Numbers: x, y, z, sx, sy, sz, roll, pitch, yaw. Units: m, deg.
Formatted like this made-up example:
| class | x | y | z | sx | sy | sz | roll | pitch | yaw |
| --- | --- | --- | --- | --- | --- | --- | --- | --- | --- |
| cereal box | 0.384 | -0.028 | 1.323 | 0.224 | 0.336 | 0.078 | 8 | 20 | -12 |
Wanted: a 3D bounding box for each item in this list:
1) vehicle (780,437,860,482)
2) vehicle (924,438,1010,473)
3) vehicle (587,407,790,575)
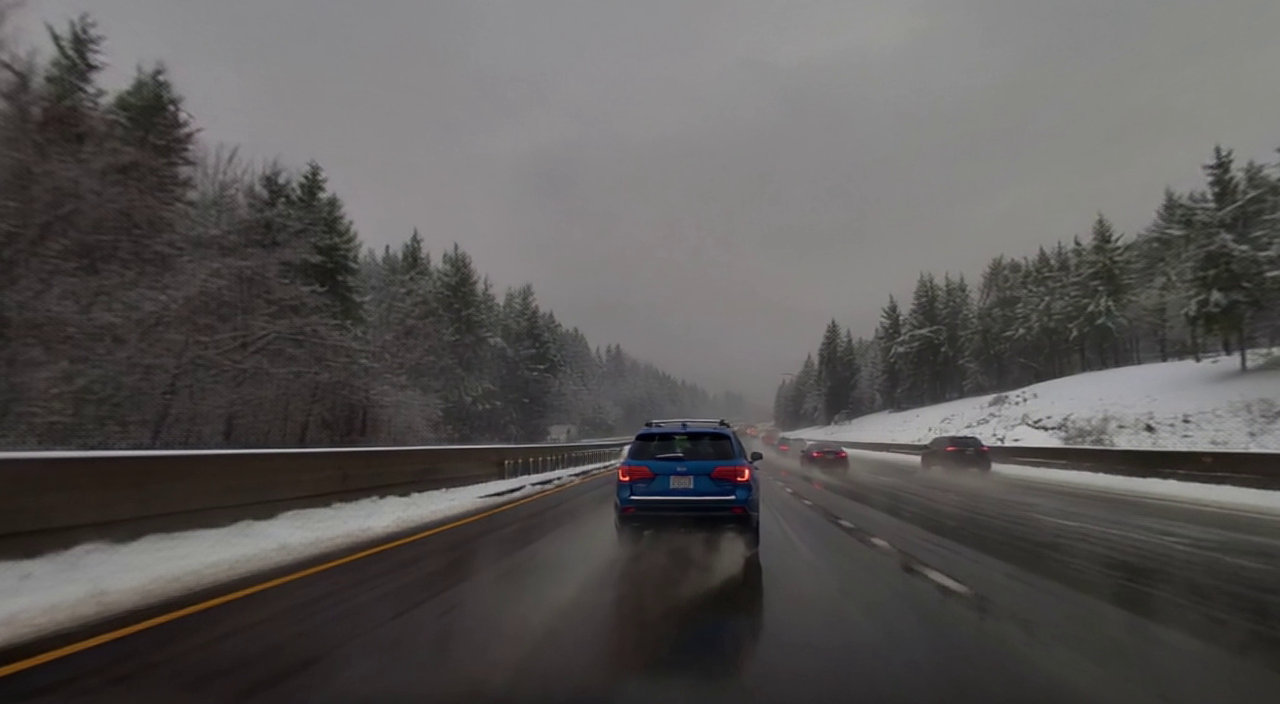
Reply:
| class | x | y | z | sx | sy | sz | roll | pitch | yaw |
| --- | --- | --- | --- | --- | --- | --- | --- | --- | --- |
| vehicle | 6.456 | 3.883 | 23.100 | 1.962 | 1.442 | 4.536 | -1 | -8 | 5 |
| vehicle | 14.917 | 4.724 | 29.046 | 1.990 | 1.478 | 4.475 | -1 | -8 | 7 |
| vehicle | 0.715 | 1.682 | 8.393 | 2.021 | 1.635 | 4.085 | -1 | -8 | 7 |
